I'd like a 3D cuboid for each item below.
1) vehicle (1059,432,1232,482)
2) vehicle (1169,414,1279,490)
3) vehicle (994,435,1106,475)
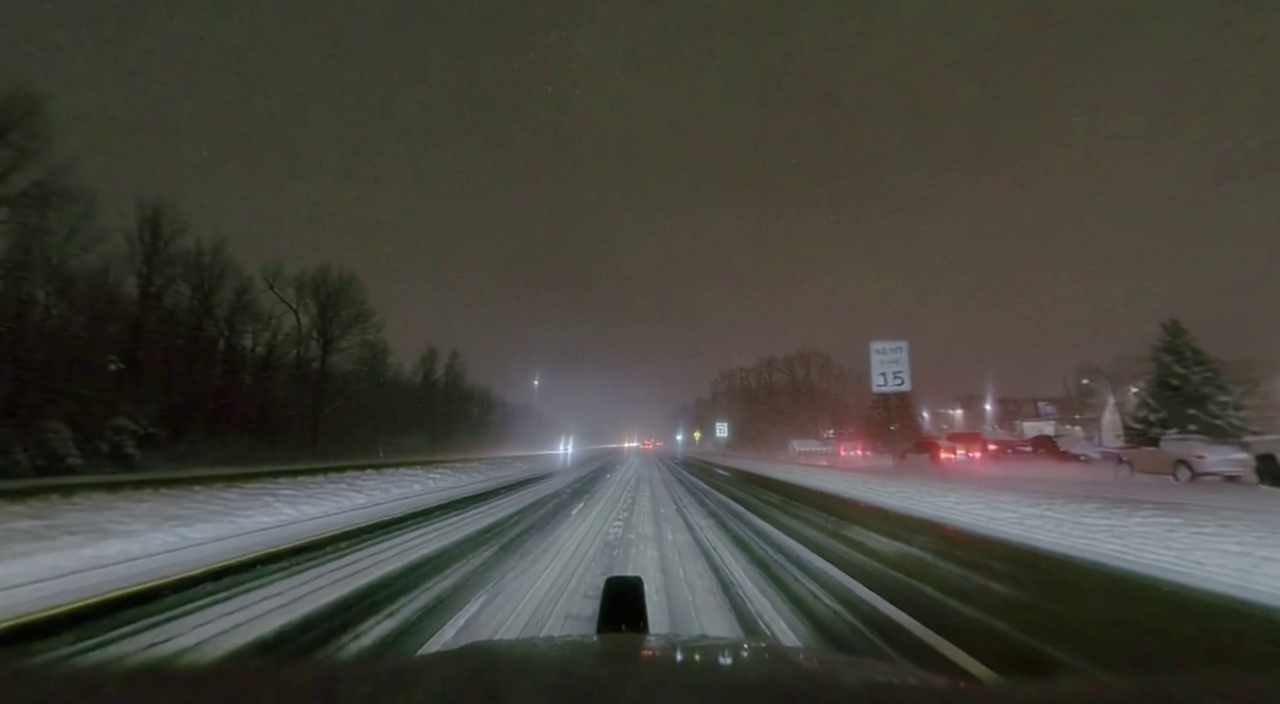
[{"bbox_3d":[28.754,6.040,36.605,2.981,2.531,8.487,0,-9,0],"label":"vehicle"},{"bbox_3d":[28.597,4.702,29.844,2.644,3.246,4.908,-1,-9,2],"label":"vehicle"},{"bbox_3d":[29.083,7.337,45.277,3.048,2.634,7.590,-1,-8,1],"label":"vehicle"}]
